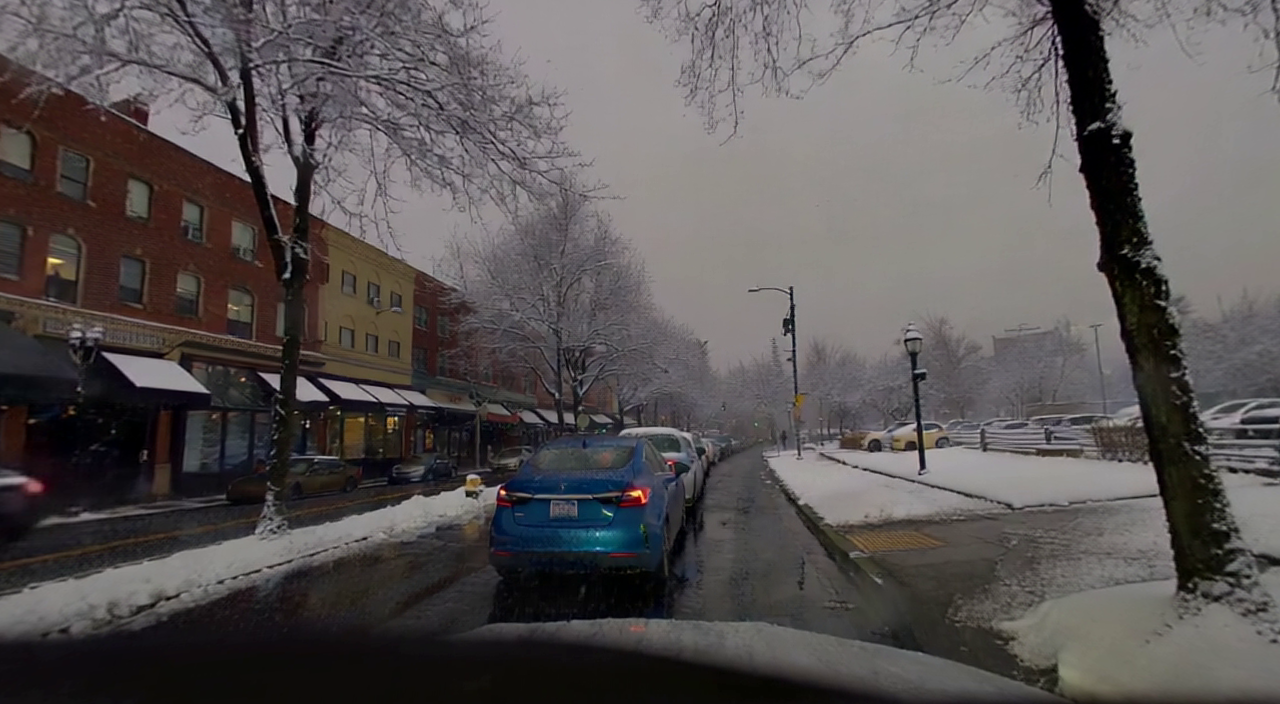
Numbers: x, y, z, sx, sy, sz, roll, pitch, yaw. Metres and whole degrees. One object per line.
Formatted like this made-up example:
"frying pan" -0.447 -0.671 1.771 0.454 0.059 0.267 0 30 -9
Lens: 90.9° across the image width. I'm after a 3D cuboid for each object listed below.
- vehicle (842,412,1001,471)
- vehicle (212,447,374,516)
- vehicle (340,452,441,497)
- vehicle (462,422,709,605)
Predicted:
"vehicle" 9.016 2.833 20.221 4.558 1.528 1.915 0 -8 -23
"vehicle" -11.009 4.069 20.589 2.081 1.718 5.342 -6 -9 3
"vehicle" -10.259 5.033 26.280 1.826 1.432 4.556 -7 -9 8
"vehicle" -0.277 1.634 7.289 1.939 1.478 3.922 -2 -8 9
